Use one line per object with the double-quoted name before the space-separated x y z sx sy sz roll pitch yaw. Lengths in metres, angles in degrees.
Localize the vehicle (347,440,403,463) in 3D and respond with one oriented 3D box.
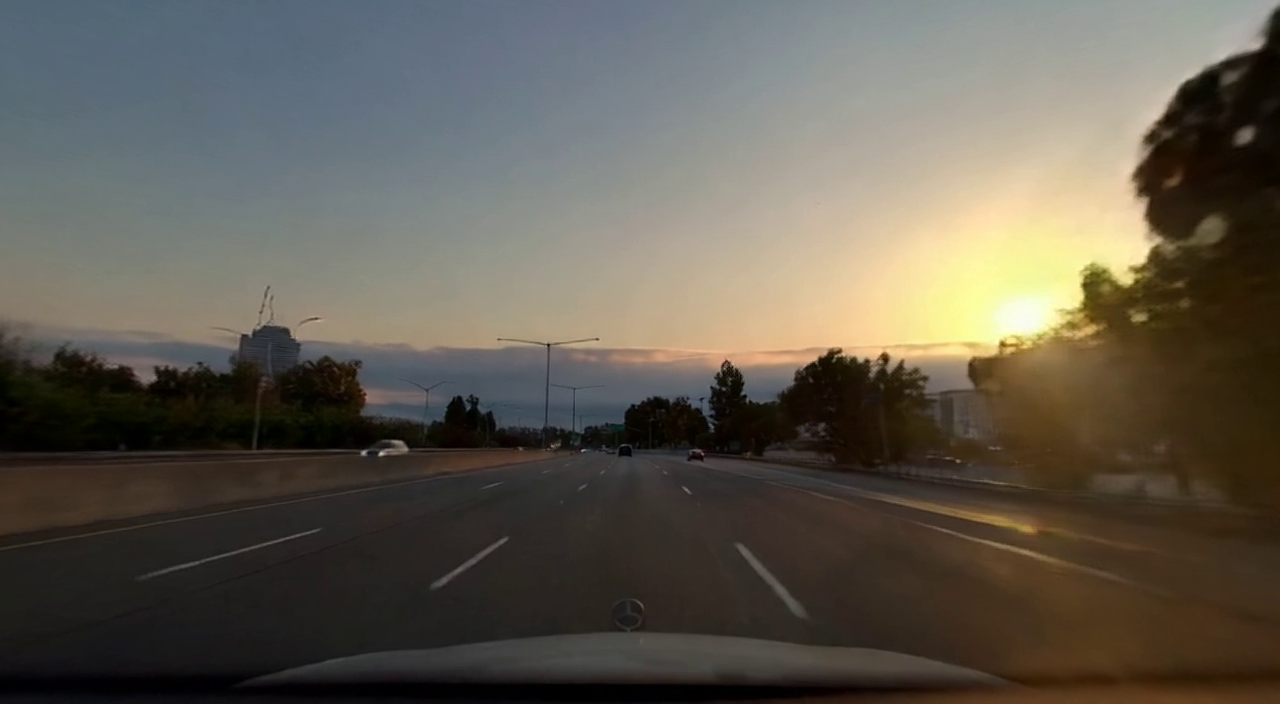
"vehicle" -19.388 7.306 46.361 1.954 1.614 4.884 0 -9 0
